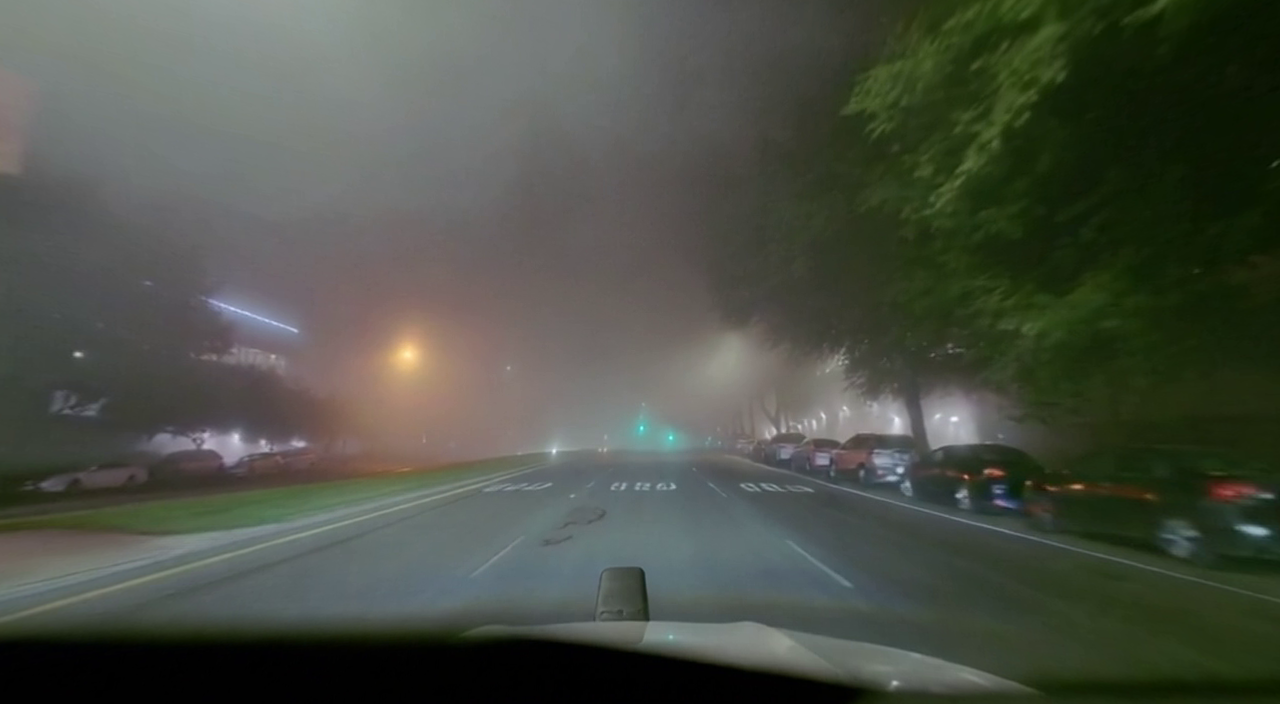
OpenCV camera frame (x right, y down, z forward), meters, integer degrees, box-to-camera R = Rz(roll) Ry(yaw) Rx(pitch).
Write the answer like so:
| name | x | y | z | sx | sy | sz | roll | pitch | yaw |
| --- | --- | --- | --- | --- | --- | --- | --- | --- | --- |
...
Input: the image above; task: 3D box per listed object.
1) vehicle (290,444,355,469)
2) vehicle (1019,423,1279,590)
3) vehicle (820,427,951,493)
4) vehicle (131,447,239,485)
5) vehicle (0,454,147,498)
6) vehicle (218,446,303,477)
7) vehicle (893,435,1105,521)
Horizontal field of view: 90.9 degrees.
| name | x | y | z | sx | sy | sz | roll | pitch | yaw |
| --- | --- | --- | --- | --- | --- | --- | --- | --- | --- |
| vehicle | -21.630 | 7.131 | 43.174 | 1.936 | 1.538 | 4.777 | -2 | -8 | 0 |
| vehicle | 7.074 | 1.751 | 7.872 | 1.964 | 1.559 | 4.533 | 1 | -8 | 2 |
| vehicle | 7.126 | 3.194 | 18.993 | 1.963 | 1.701 | 5.028 | 0 | -8 | 1 |
| vehicle | -22.090 | 5.518 | 30.865 | 1.990 | 1.525 | 4.387 | -5 | -8 | 1 |
| vehicle | -22.021 | 4.749 | 24.570 | 1.795 | 1.415 | 4.664 | -3 | -8 | 1 |
| vehicle | -21.785 | 6.273 | 36.472 | 1.827 | 1.518 | 4.870 | -3 | -8 | 2 |
| vehicle | 7.179 | 2.532 | 13.298 | 1.788 | 1.475 | 4.493 | 0 | -8 | -1 |
